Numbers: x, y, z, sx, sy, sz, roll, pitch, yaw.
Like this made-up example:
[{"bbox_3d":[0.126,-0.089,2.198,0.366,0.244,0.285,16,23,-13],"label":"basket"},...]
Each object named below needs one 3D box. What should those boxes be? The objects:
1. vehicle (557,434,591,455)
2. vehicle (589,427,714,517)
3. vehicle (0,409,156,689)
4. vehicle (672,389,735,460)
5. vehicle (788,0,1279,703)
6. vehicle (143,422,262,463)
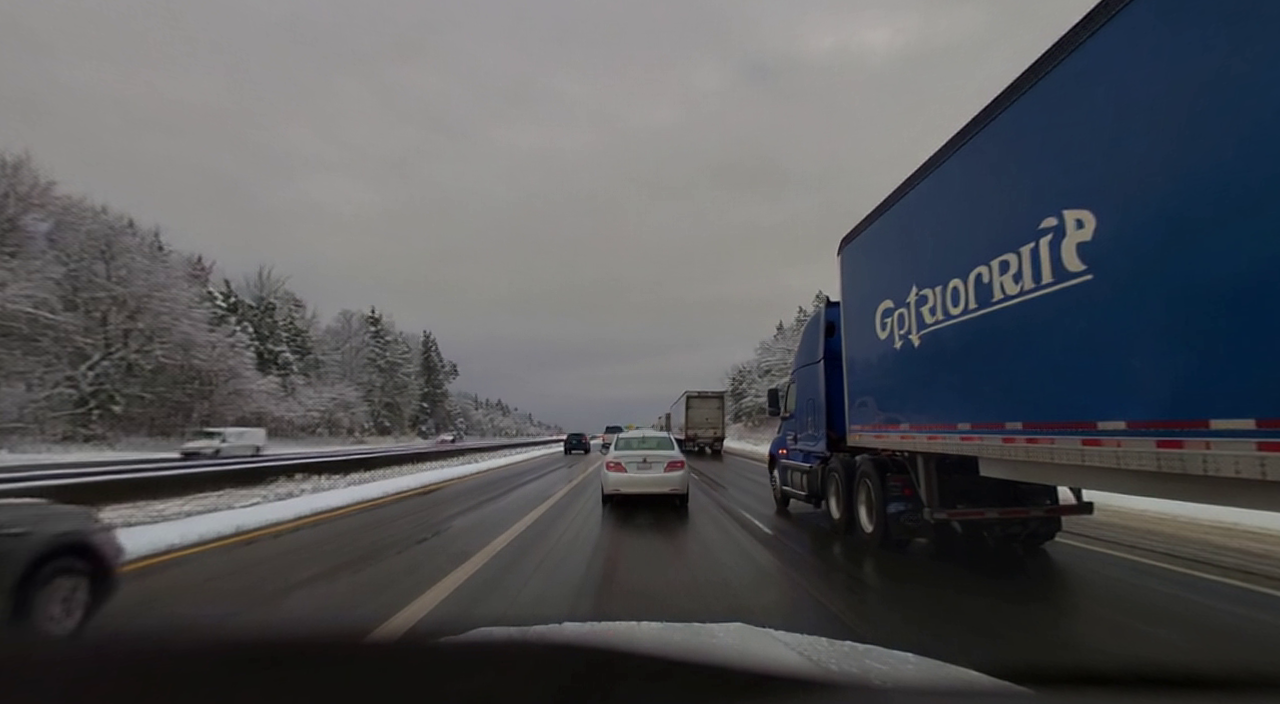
[{"bbox_3d":[-4.793,6.749,46.172,1.983,1.434,4.451,0,-8,0],"label":"vehicle"},{"bbox_3d":[0.171,2.186,12.010,2.021,1.435,3.611,0,-8,-1],"label":"vehicle"},{"bbox_3d":[-4.374,0.866,2.068,2.048,1.452,4.430,0,-8,0],"label":"vehicle"},{"bbox_3d":[3.977,5.078,43.112,2.869,4.067,13.731,0,-8,0],"label":"vehicle"},{"bbox_3d":[4.158,-0.082,4.315,2.816,4.070,14.136,0,-8,0],"label":"vehicle"},{"bbox_3d":[-22.210,4.630,32.351,2.126,1.905,5.320,0,-8,2],"label":"vehicle"}]
